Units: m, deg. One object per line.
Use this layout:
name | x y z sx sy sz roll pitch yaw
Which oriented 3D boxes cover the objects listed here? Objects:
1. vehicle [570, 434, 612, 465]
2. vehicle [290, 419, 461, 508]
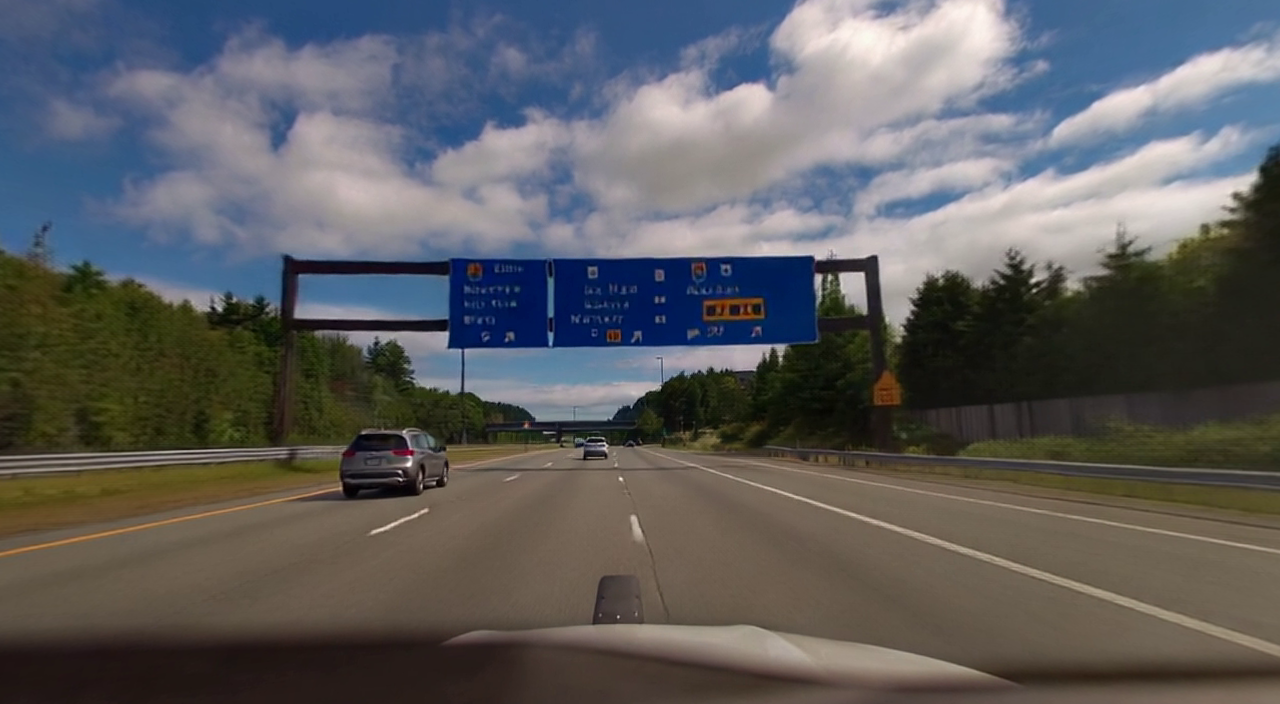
vehicle | -2.541 5.168 33.500 2.010 1.534 4.013 0 -8 -2
vehicle | -5.758 2.457 14.447 2.111 1.689 4.505 0 -8 -2
